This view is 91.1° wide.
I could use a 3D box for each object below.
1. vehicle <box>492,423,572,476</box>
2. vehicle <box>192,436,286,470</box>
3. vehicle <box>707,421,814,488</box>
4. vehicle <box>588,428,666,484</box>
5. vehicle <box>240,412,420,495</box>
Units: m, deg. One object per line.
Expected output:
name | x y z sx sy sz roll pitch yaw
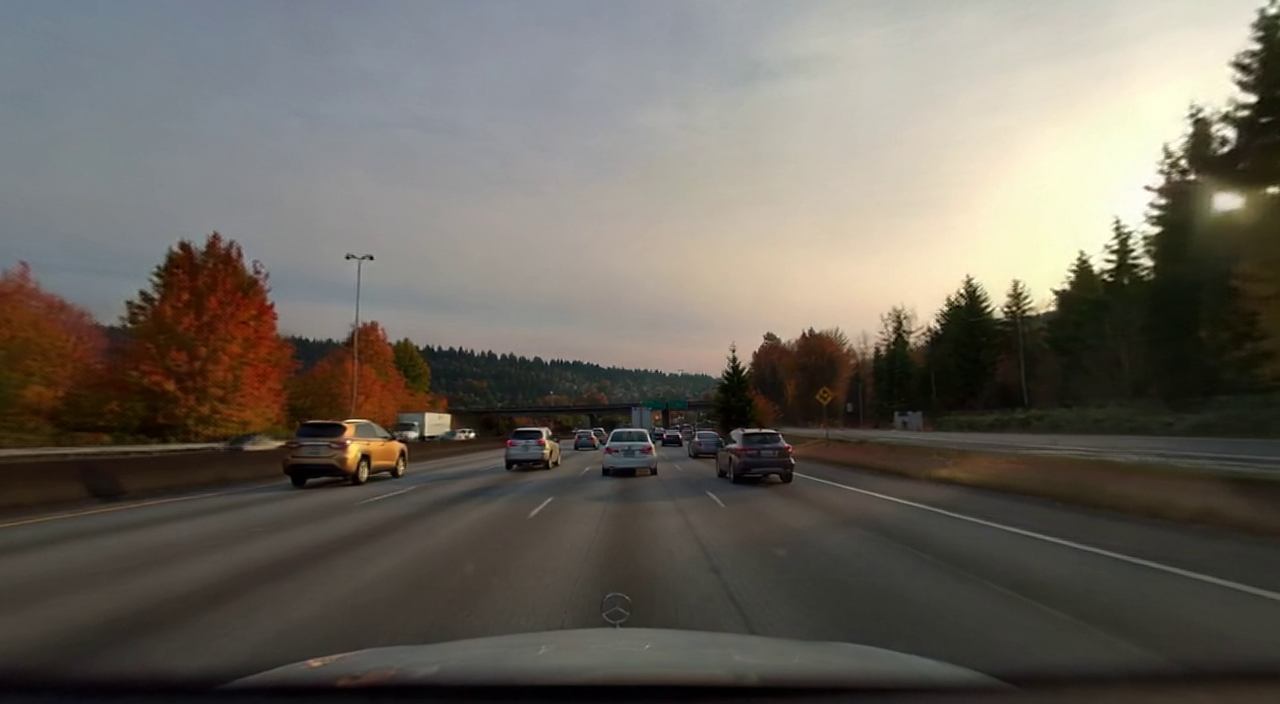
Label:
vehicle | -3.710 3.428 22.418 2.064 1.672 4.277 0 -8 1
vehicle | -19.283 4.845 30.458 1.860 1.489 4.128 0 -8 0
vehicle | 3.258 2.859 17.944 2.095 1.650 4.331 0 -8 -1
vehicle | -0.341 3.106 19.246 2.111 1.494 4.364 0 -8 0
vehicle | -7.534 2.521 15.979 2.117 1.779 4.745 0 -8 0
